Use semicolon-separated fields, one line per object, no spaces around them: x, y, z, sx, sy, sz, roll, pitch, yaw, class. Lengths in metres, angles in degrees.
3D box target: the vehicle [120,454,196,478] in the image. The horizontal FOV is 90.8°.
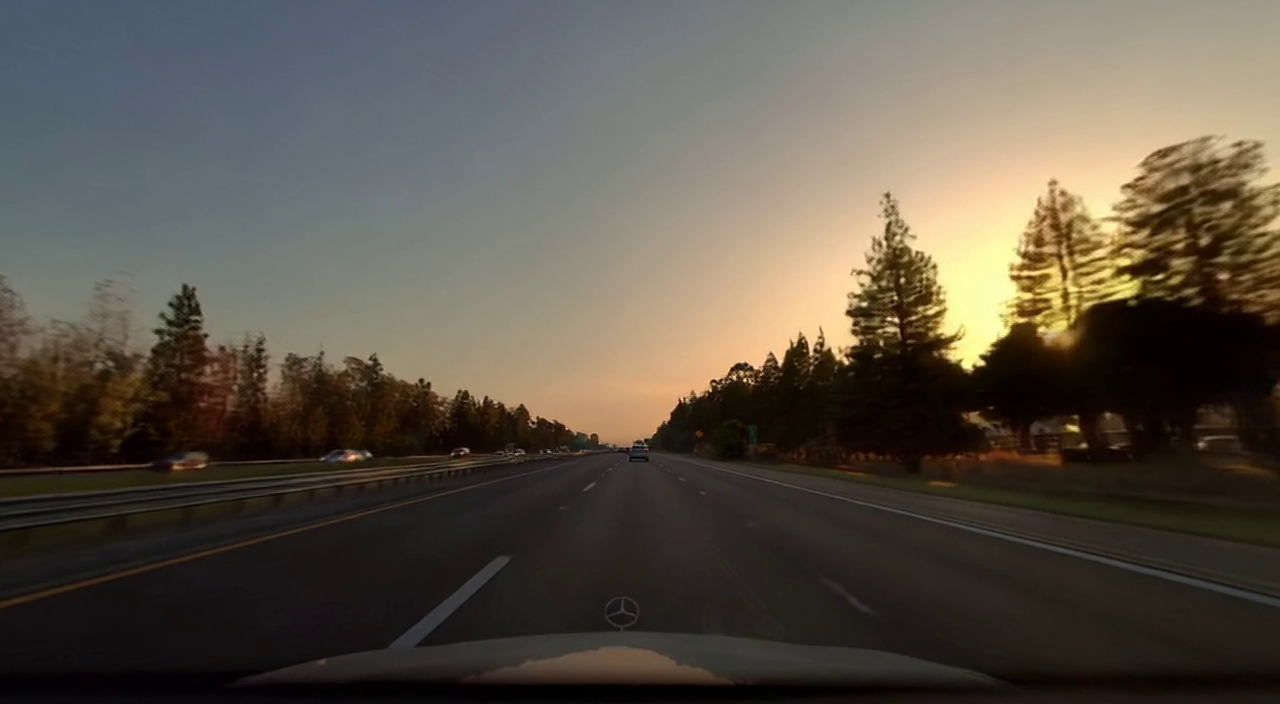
-32.145;7.576;42.288;1.778;1.470;4.225;0;-9;0;vehicle
